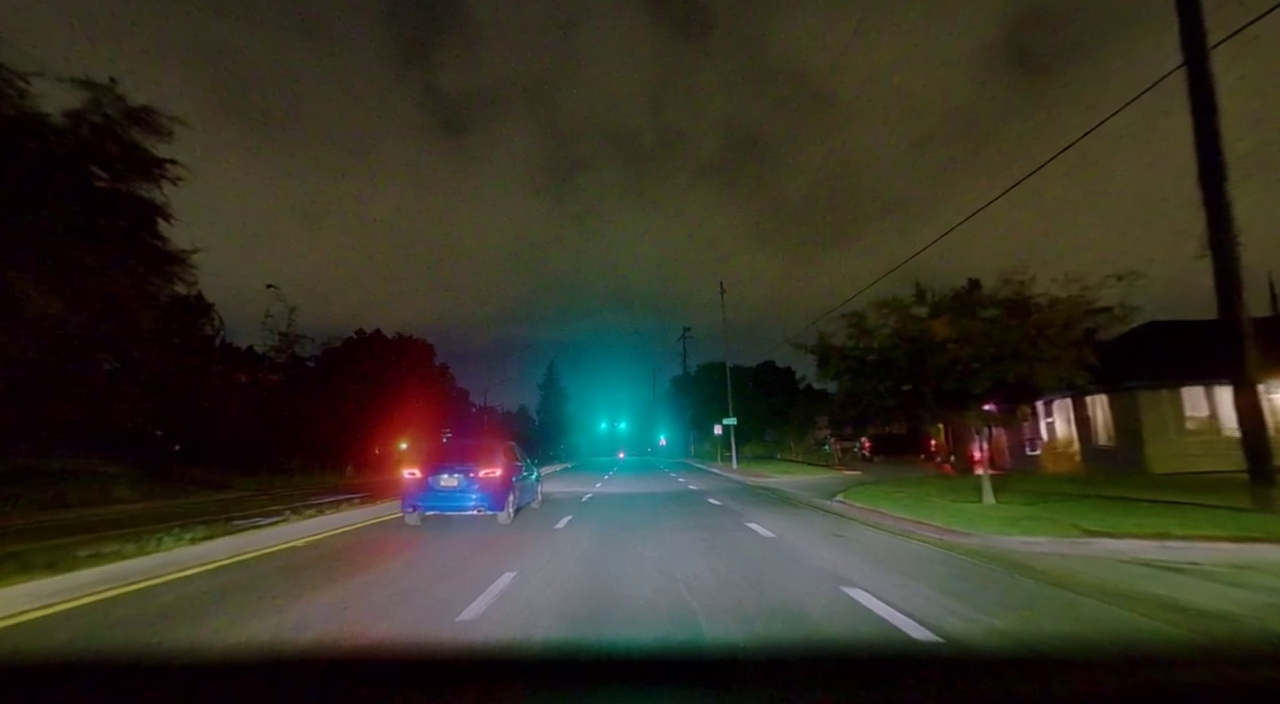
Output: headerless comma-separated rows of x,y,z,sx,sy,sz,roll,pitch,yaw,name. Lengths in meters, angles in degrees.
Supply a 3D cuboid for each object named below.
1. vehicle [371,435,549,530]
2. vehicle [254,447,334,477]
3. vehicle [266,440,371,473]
-3.163,2.389,12.170,2.113,1.493,4.222,0,-9,1,vehicle
-20.069,6.392,36.744,3.670,1.486,1.735,-3,-10,-3,vehicle
-20.207,6.598,39.921,5.385,1.975,2.195,0,-9,-1,vehicle
